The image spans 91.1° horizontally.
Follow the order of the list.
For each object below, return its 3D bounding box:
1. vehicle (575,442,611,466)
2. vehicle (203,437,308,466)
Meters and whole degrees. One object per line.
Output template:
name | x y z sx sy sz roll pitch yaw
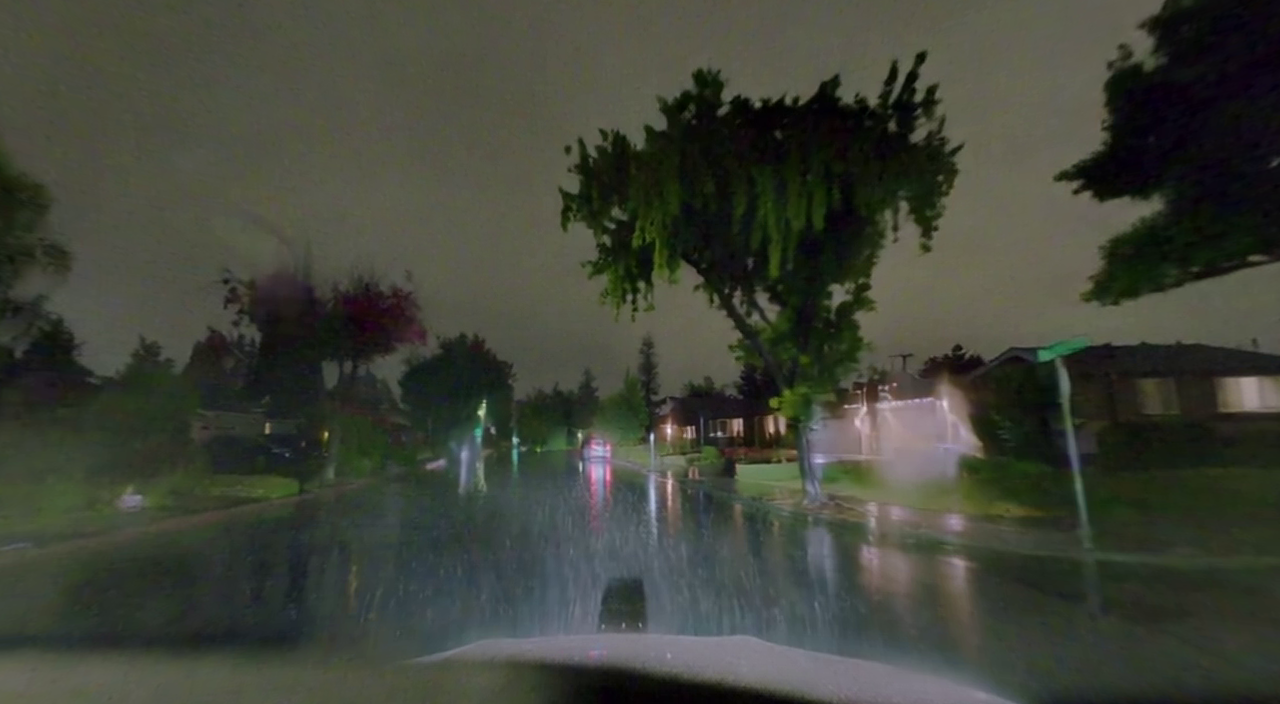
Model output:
vehicle | -3.153 6.673 41.430 2.088 1.429 4.796 1 -8 -7
vehicle | -20.806 5.370 34.122 4.344 1.483 1.928 0 -8 -4
